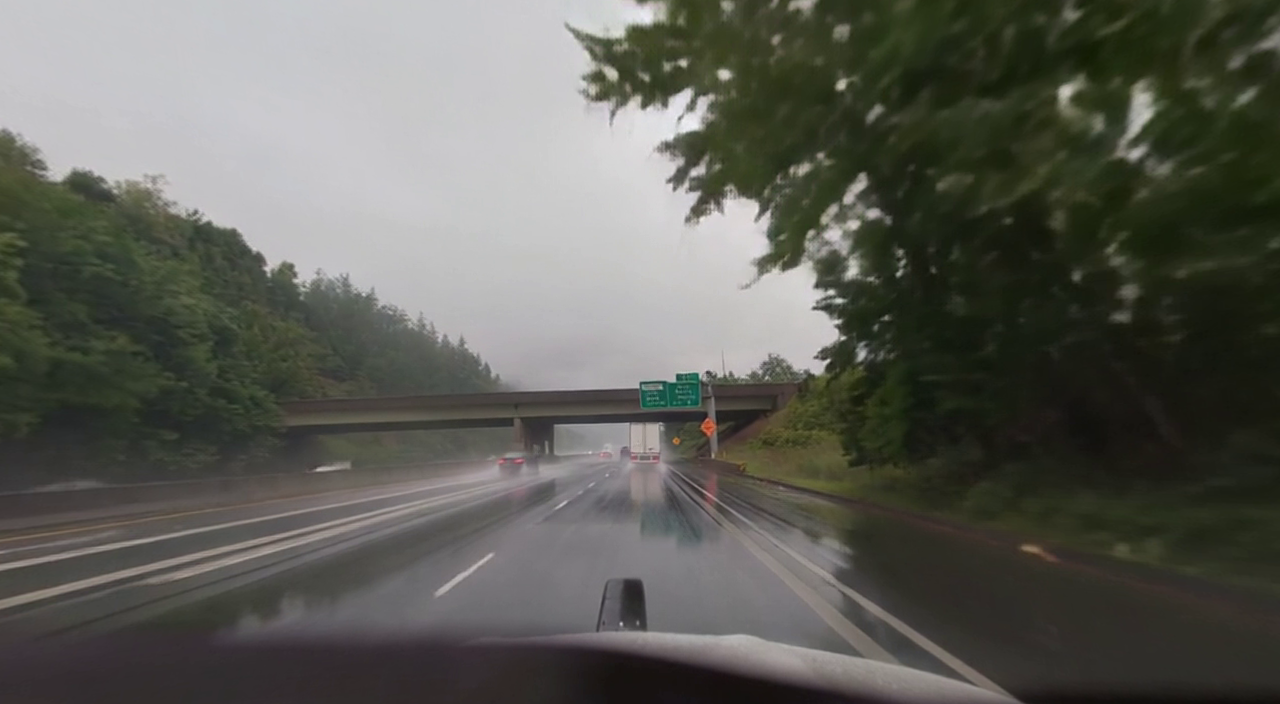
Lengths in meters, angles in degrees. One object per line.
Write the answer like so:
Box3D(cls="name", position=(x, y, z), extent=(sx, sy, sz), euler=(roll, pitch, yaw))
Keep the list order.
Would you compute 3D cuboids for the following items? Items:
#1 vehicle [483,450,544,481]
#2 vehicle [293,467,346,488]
Box3D(cls="vehicle", position=(-6.363, 5.753, 32.248), extent=(1.953, 1.452, 4.711), euler=(-1, -9, 3))
Box3D(cls="vehicle", position=(-24.320, 9.522, 48.042), extent=(1.665, 1.434, 4.369), euler=(0, -9, 2))
